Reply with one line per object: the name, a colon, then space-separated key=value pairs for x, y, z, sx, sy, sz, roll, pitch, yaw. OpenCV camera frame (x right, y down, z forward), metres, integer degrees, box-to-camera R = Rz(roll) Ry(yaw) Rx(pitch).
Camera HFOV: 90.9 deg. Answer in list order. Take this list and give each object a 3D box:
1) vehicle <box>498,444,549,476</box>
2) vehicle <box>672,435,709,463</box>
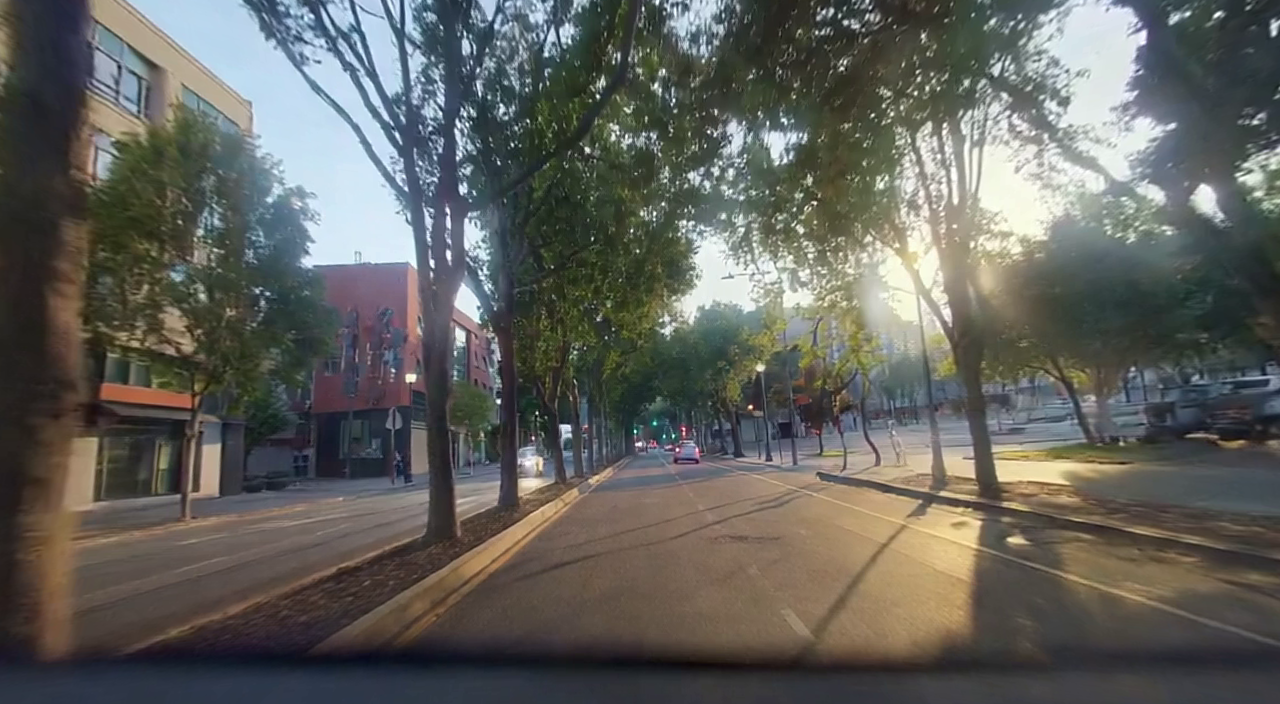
vehicle: x=-6.870 y=6.415 z=37.716 sx=2.031 sy=1.723 sz=4.566 roll=0 pitch=-8 yaw=2
vehicle: x=3.305 y=6.504 z=42.288 sx=2.129 sy=1.719 sz=4.205 roll=0 pitch=-8 yaw=0
